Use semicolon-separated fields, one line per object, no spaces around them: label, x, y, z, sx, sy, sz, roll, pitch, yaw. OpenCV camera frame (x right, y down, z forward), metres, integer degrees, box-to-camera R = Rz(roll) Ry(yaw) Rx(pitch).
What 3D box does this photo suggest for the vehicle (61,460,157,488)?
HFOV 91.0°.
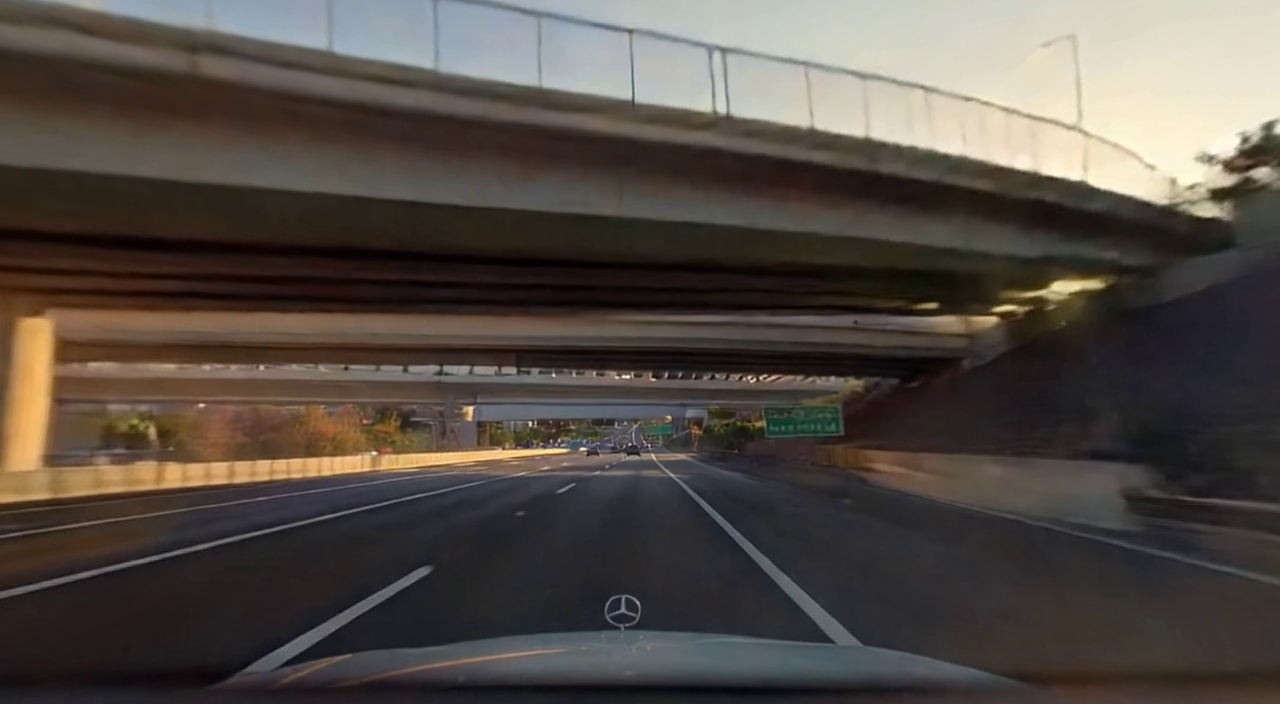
vehicle;-31.638;7.262;37.716;1.861;1.439;4.457;0;-9;1
